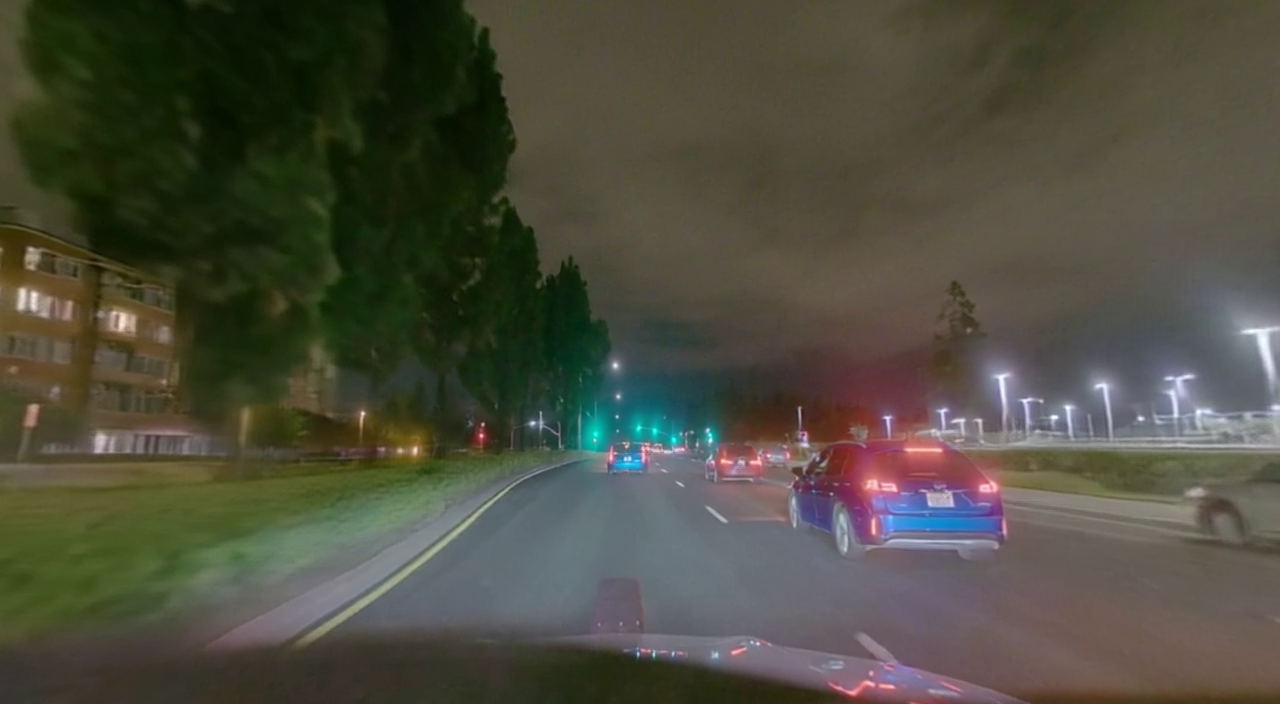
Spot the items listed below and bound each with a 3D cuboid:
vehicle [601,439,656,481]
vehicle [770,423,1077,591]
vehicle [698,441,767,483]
[{"bbox_3d":[-0.421,4.187,24.727,1.994,1.479,3.647,0,-9,-1],"label":"vehicle"},{"bbox_3d":[2.979,1.695,7.695,1.852,1.498,3.825,0,-9,-2],"label":"vehicle"},{"bbox_3d":[3.422,4.180,24.233,1.908,1.453,4.230,0,-9,-1],"label":"vehicle"}]
